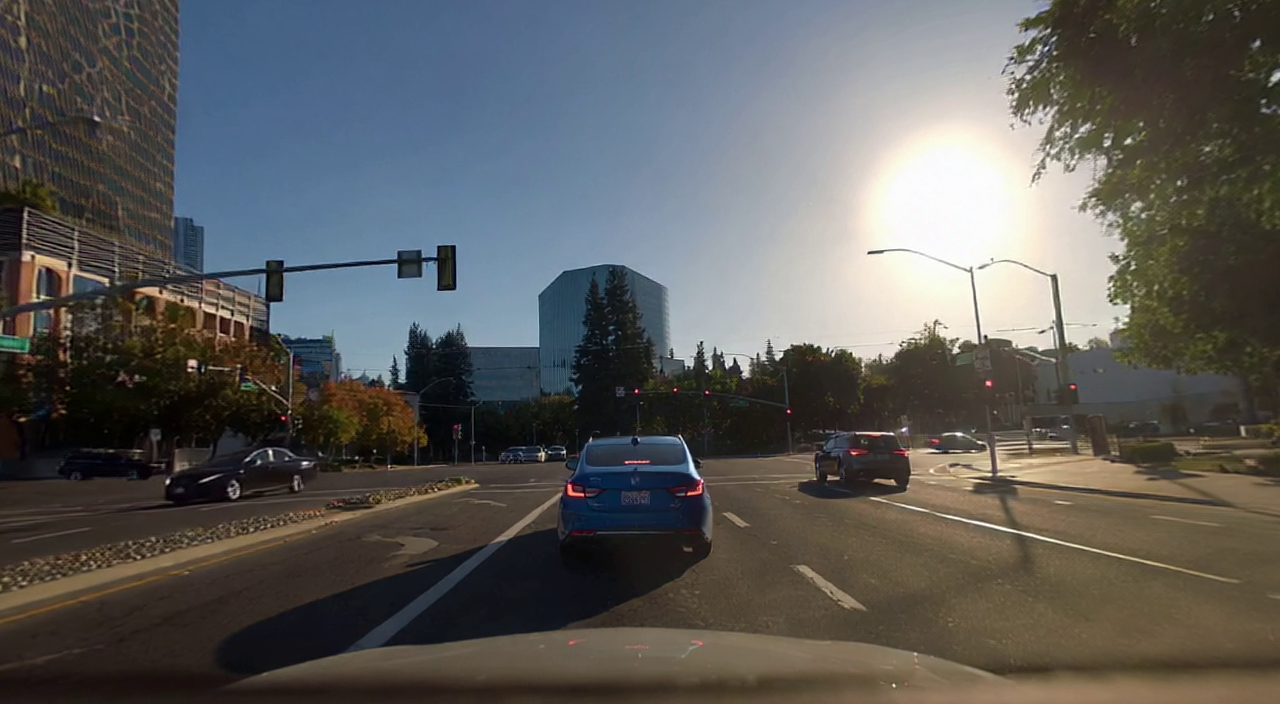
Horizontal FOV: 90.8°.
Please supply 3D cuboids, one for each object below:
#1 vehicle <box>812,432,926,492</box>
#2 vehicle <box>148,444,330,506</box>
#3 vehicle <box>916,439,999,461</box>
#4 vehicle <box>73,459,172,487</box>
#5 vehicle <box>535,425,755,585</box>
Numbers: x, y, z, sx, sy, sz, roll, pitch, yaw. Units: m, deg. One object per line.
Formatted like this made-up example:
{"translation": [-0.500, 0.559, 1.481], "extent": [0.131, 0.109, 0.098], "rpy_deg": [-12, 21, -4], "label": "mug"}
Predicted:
{"translation": [7.065, 3.436, 20.067], "extent": [2.039, 1.692, 4.319], "rpy_deg": [0, -8, 1], "label": "vehicle"}
{"translation": [-12.482, 3.814, 20.148], "extent": [2.097, 1.710, 4.649], "rpy_deg": [-2, -9, 13], "label": "vehicle"}
{"translation": [21.926, 6.782, 43.757], "extent": [4.563, 1.454, 2.056], "rpy_deg": [-1, -8, 3], "label": "vehicle"}
{"translation": [-32.397, 7.555, 39.645], "extent": [4.401, 1.625, 1.863], "rpy_deg": [0, -8, -4], "label": "vehicle"}
{"translation": [-0.009, 1.762, 8.140], "extent": [2.070, 1.488, 4.206], "rpy_deg": [0, -8, -2], "label": "vehicle"}
